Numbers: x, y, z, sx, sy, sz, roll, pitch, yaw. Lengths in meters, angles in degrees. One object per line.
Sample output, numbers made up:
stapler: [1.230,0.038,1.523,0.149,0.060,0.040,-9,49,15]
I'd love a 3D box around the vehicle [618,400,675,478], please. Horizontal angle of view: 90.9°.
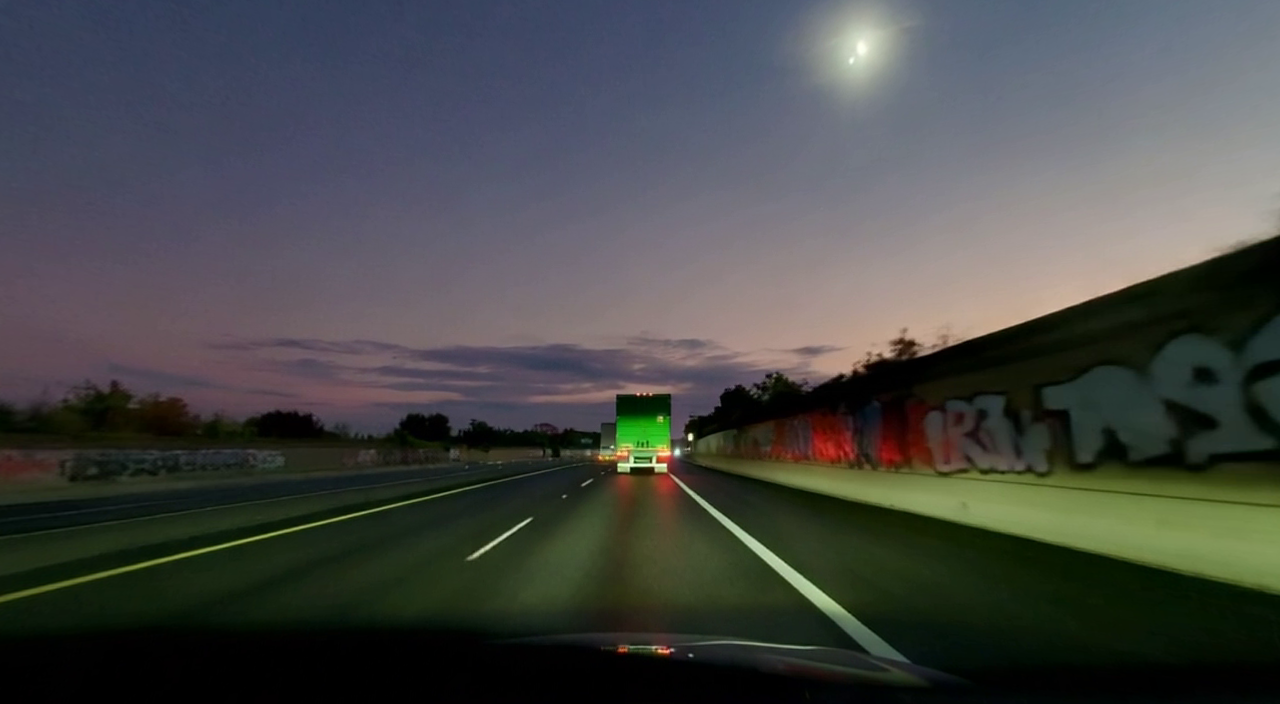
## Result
vehicle: [0.222,5.215,37.195,2.900,3.955,10.151,0,-9,-1]
